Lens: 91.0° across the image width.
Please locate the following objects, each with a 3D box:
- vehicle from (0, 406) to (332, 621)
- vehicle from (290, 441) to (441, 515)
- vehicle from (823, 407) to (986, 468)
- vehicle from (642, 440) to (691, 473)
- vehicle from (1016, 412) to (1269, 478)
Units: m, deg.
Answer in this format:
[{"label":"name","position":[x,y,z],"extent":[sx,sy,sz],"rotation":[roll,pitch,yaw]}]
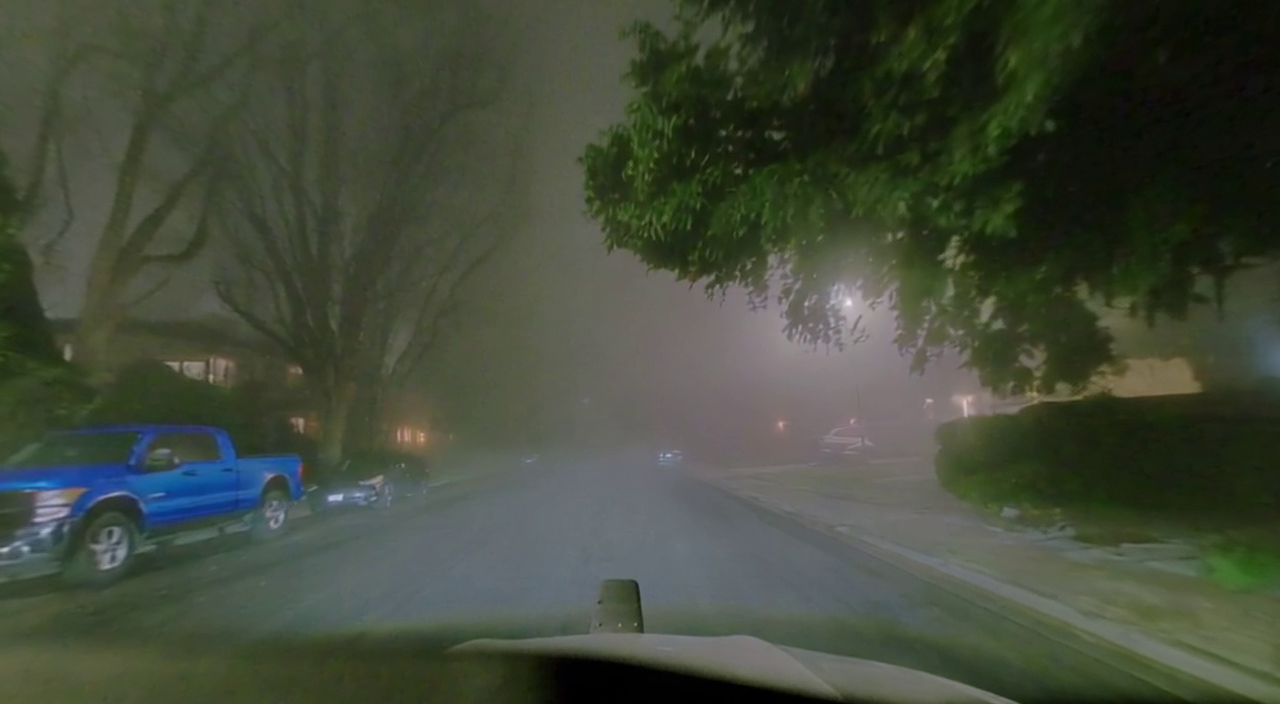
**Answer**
[{"label":"vehicle","position":[-6.788,1.886,8.567],"extent":[2.329,1.947,5.455],"rotation":[0,-9,1]},{"label":"vehicle","position":[-6.852,3.155,16.364],"extent":[1.995,1.608,4.596],"rotation":[0,-9,-2]},{"label":"vehicle","position":[9.936,3.278,23.973],"extent":[5.097,1.824,2.113],"rotation":[-4,-8,-2]},{"label":"vehicle","position":[1.219,5.110,31.098],"extent":[2.006,1.494,4.211],"rotation":[1,-9,-3]},{"label":"vehicle","position":[11.826,2.220,15.067],"extent":[4.390,1.457,1.861],"rotation":[0,-9,1]}]
